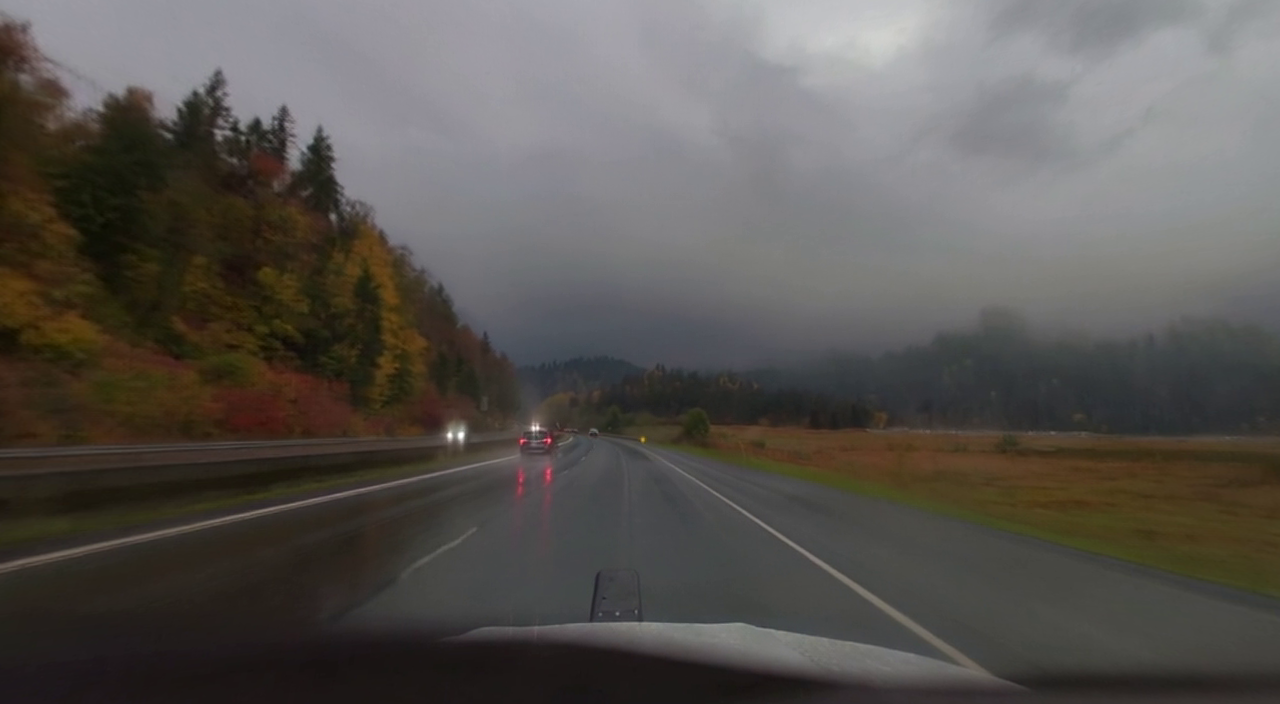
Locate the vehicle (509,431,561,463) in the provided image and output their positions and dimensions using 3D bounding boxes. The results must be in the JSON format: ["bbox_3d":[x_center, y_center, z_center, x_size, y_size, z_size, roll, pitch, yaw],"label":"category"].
[{"bbox_3d":[-5.370,4.930,32.778,2.073,1.559,4.393,0,-8,-2],"label":"vehicle"}]
